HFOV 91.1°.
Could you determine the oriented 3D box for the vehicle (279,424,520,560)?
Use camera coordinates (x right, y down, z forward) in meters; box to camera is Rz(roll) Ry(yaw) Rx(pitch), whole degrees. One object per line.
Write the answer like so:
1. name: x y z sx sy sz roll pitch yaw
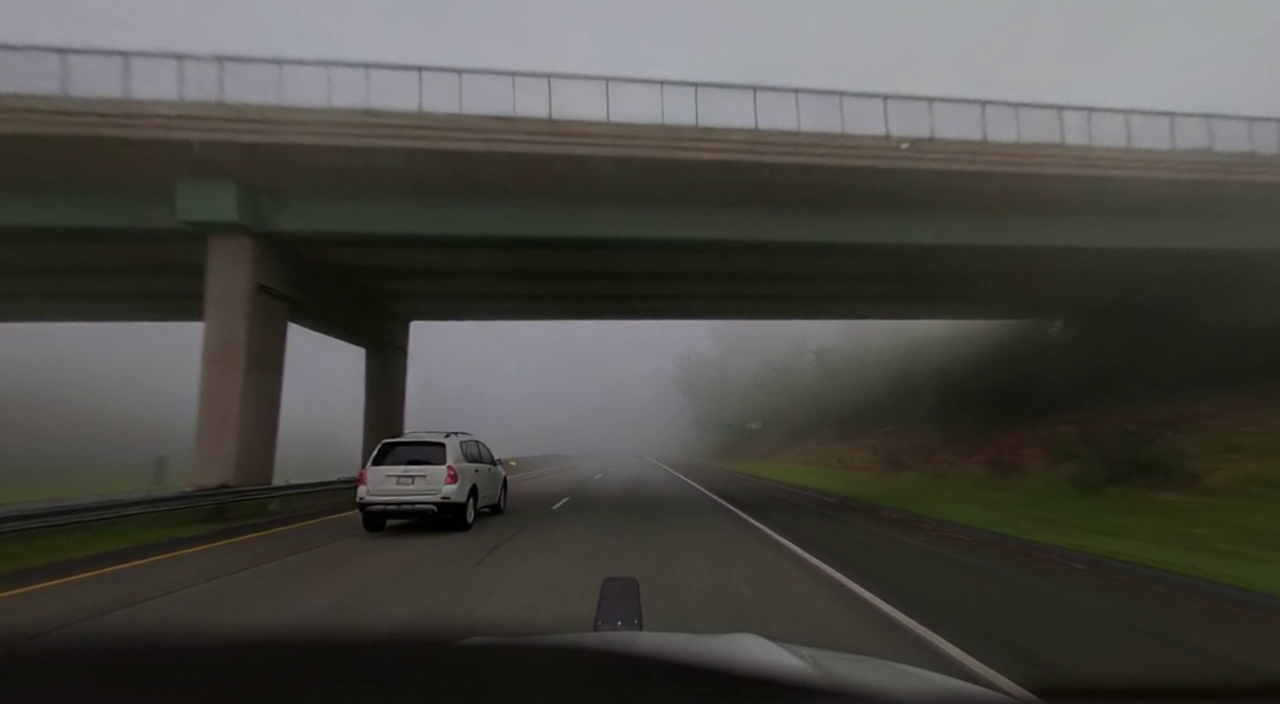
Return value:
1. vehicle: -3.408 2.070 10.009 2.082 1.668 4.274 0 -9 1
